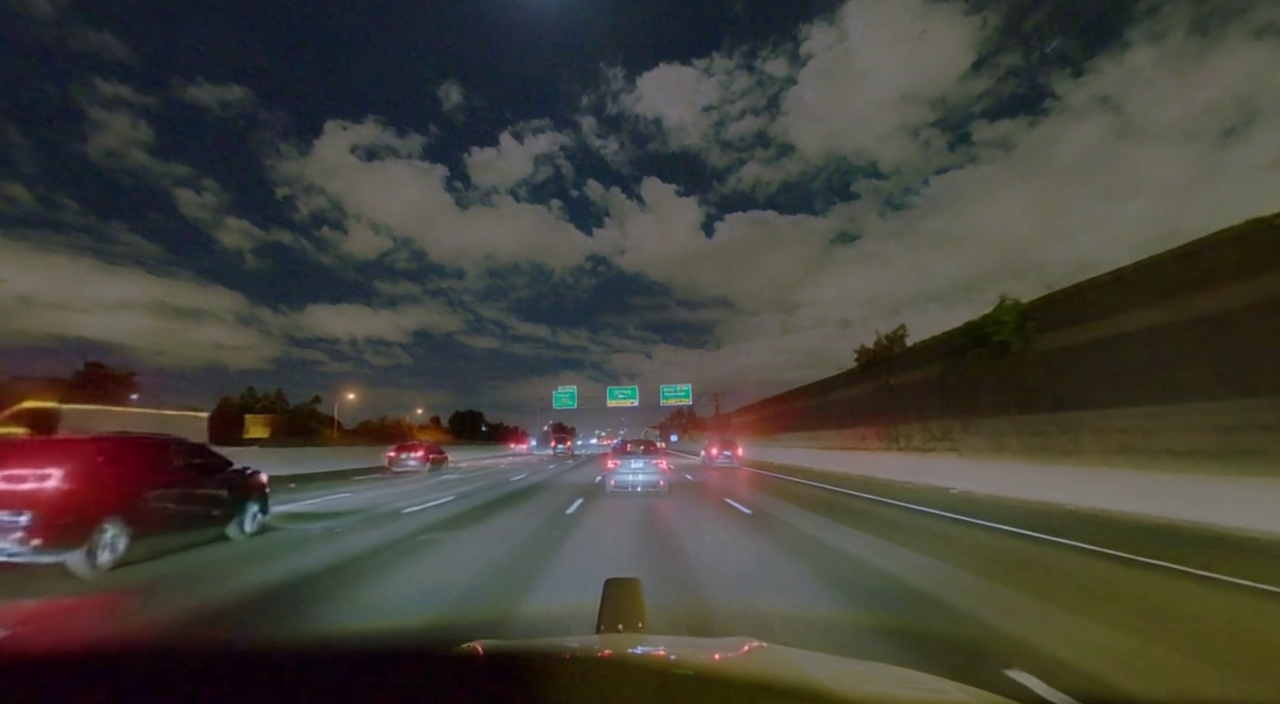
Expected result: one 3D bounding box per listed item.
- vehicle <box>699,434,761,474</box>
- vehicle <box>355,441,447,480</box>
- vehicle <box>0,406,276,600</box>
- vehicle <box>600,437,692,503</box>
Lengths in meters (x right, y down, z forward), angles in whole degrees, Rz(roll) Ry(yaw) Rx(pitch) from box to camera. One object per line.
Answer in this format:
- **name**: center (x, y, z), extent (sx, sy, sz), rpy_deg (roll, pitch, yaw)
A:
- **vehicle**: center (4.106, 4.752, 29.548), extent (2.100, 1.707, 4.342), rpy_deg (0, -8, -2)
- **vehicle**: center (-10.140, 4.615, 27.243), extent (2.019, 1.510, 4.992), rpy_deg (0, -8, 0)
- **vehicle**: center (-6.607, 1.608, 7.487), extent (2.060, 1.669, 4.242), rpy_deg (0, -8, -1)
- **vehicle**: center (0.086, 2.951, 16.234), extent (2.042, 1.446, 4.269), rpy_deg (0, -8, -1)
